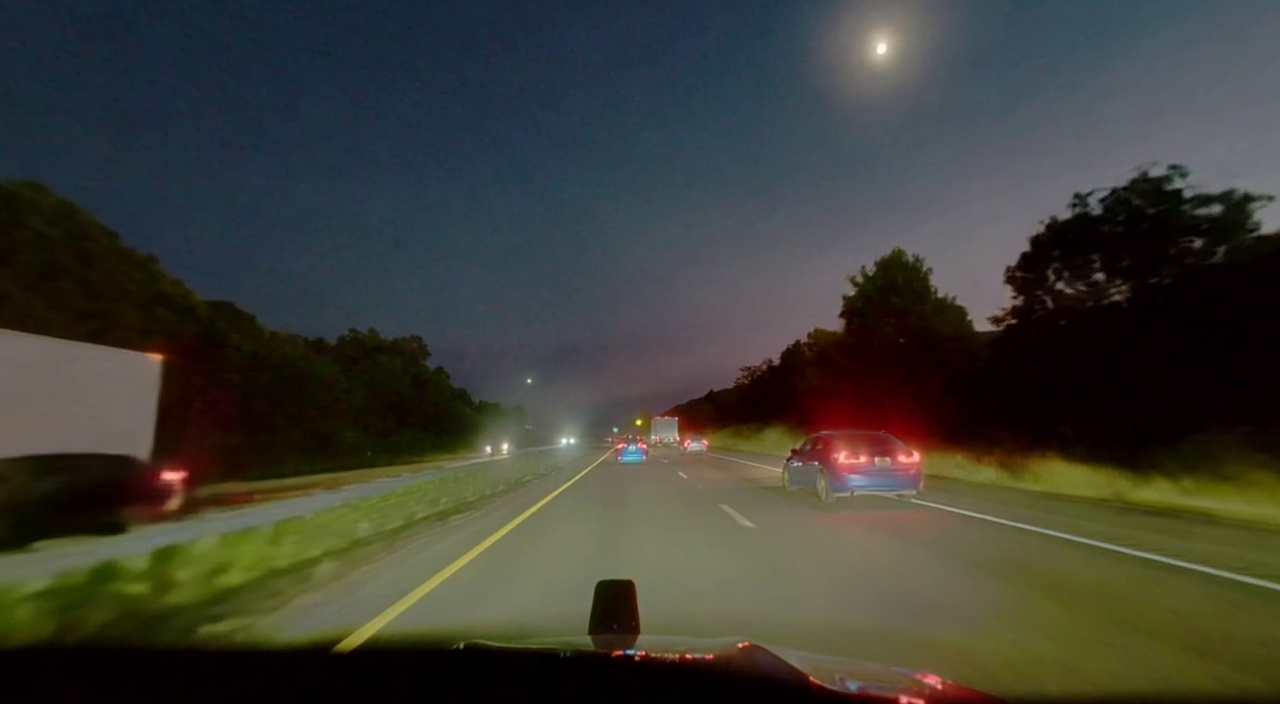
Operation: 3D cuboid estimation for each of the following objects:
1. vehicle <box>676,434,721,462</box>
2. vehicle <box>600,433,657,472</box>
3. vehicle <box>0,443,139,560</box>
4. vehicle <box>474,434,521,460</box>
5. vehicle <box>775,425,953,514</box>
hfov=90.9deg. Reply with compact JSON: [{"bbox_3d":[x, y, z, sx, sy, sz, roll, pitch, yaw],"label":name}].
[{"bbox_3d":[3.246,5.394,35.762,2.004,1.469,4.472,0,-8,-2],"label":"vehicle"},{"bbox_3d":[-0.476,4.048,25.709,2.143,1.466,3.693,0,-8,-2],"label":"vehicle"},{"bbox_3d":[-9.128,1.928,8.104,1.982,1.455,4.161,0,-8,-1],"label":"vehicle"},{"bbox_3d":[-9.364,6.278,41.791,2.076,1.592,4.477,0,-8,0],"label":"vehicle"},{"bbox_3d":[4.341,2.319,13.064,2.066,1.526,4.216,0,-8,-1],"label":"vehicle"}]
